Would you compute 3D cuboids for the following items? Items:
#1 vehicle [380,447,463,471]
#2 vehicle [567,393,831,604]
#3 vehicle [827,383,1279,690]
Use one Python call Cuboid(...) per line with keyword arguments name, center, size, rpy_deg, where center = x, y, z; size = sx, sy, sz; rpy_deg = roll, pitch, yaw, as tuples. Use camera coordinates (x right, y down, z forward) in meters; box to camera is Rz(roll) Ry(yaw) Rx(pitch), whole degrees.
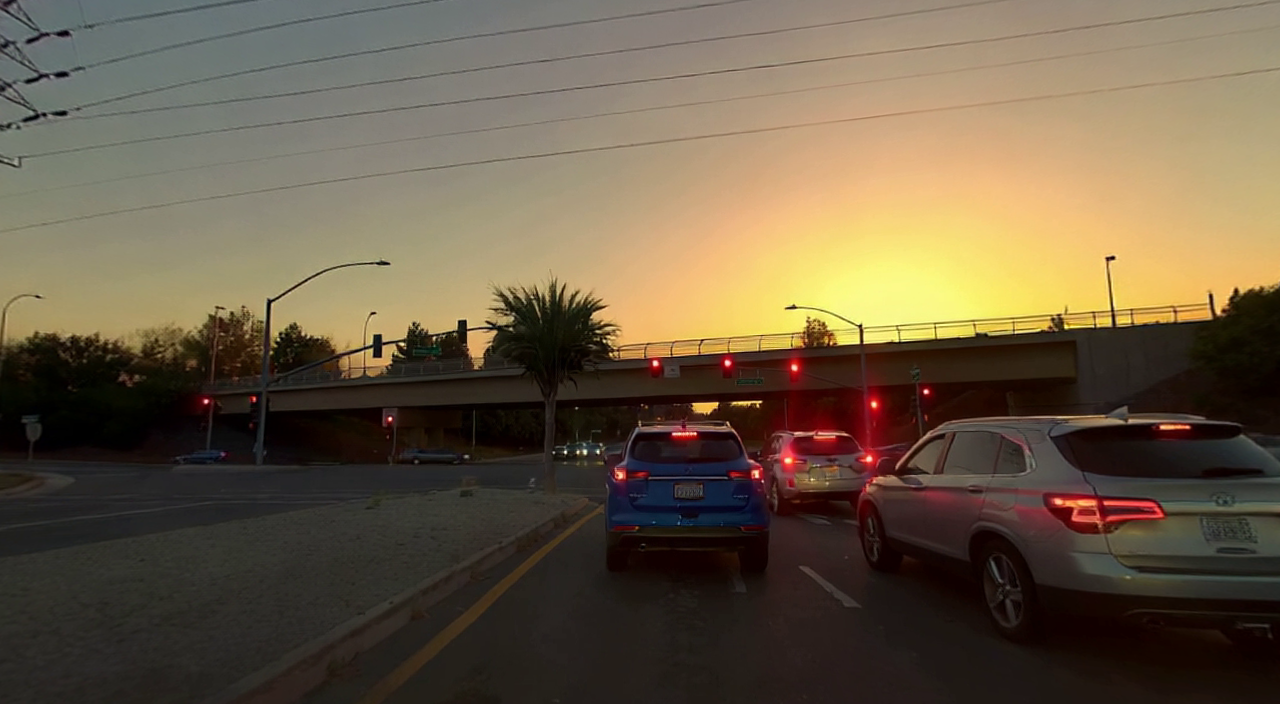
Cuboid(name="vehicle", center=(-13.526, 6.630, 39.278), size=(4.411, 1.466, 1.998), rpy_deg=(-1, -9, 7))
Cuboid(name="vehicle", center=(0.447, 1.564, 7.624), size=(2.240, 1.778, 4.335), rpy_deg=(0, -8, -2))
Cuboid(name="vehicle", center=(3.409, 1.336, 5.795), size=(1.990, 1.649, 4.625), rpy_deg=(0, -8, 0))
